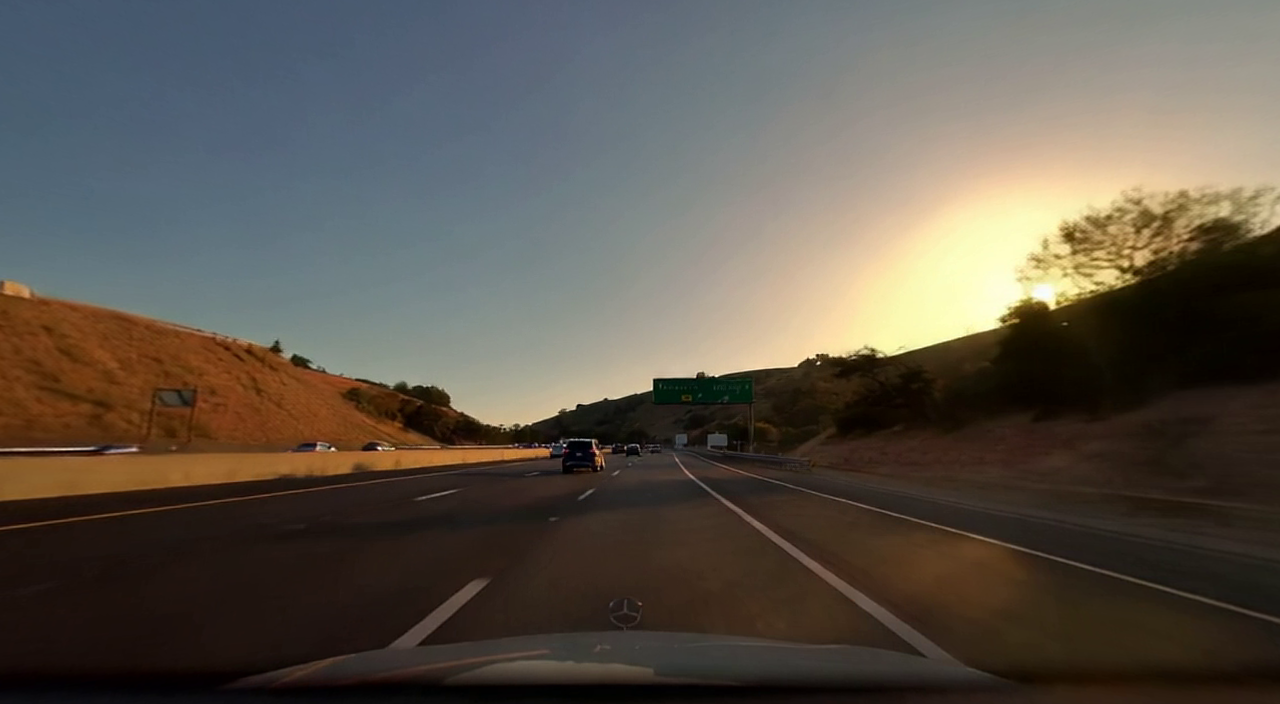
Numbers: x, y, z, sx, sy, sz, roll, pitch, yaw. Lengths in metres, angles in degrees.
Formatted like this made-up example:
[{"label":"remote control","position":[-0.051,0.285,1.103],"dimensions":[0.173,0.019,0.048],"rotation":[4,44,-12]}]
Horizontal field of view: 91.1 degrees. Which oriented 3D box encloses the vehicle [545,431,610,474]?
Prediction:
[{"label":"vehicle","position":[-2.897,4.822,30.306],"dimensions":[2.413,1.896,5.218],"rotation":[0,-8,2]}]
